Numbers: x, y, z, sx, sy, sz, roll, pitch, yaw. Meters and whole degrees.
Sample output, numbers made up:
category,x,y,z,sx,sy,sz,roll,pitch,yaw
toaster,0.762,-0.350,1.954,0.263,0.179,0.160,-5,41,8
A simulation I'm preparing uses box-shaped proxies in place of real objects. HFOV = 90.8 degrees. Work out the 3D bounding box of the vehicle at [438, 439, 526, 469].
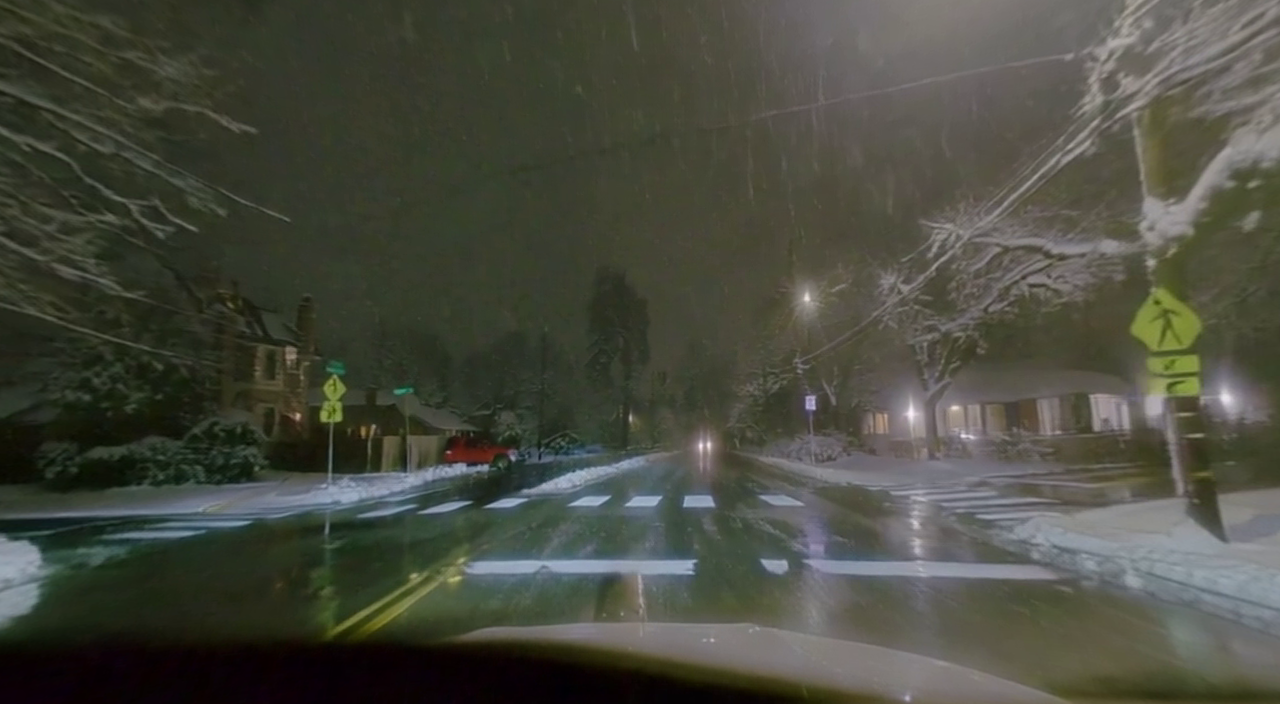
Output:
category,x,y,z,sx,sy,sz,roll,pitch,yaw
vehicle,-8.792,5.671,35.236,4.377,1.596,1.836,-2,-9,14
